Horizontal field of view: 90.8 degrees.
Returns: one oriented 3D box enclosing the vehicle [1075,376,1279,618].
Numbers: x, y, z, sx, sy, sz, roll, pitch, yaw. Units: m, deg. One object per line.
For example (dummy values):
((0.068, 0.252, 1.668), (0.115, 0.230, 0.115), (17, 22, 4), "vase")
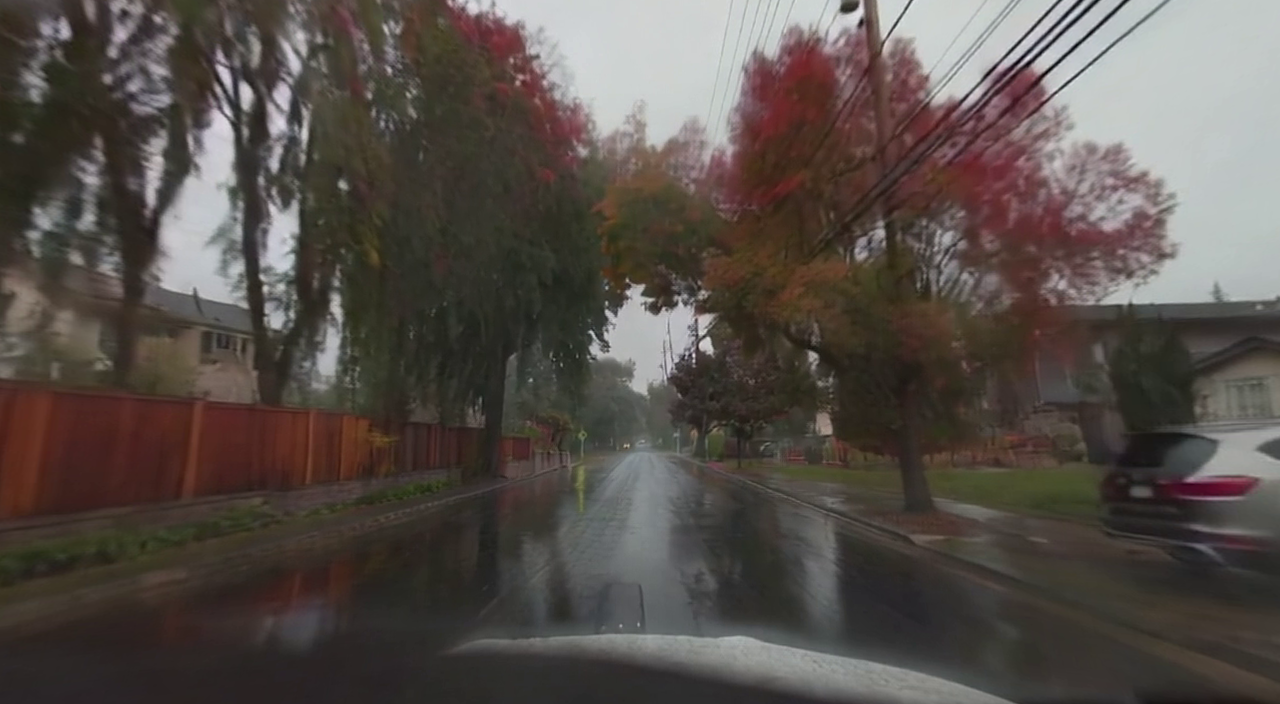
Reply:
((7.235, 1.243, 5.833), (4.806, 1.851, 2.050), (0, -9, 3), "vehicle")
